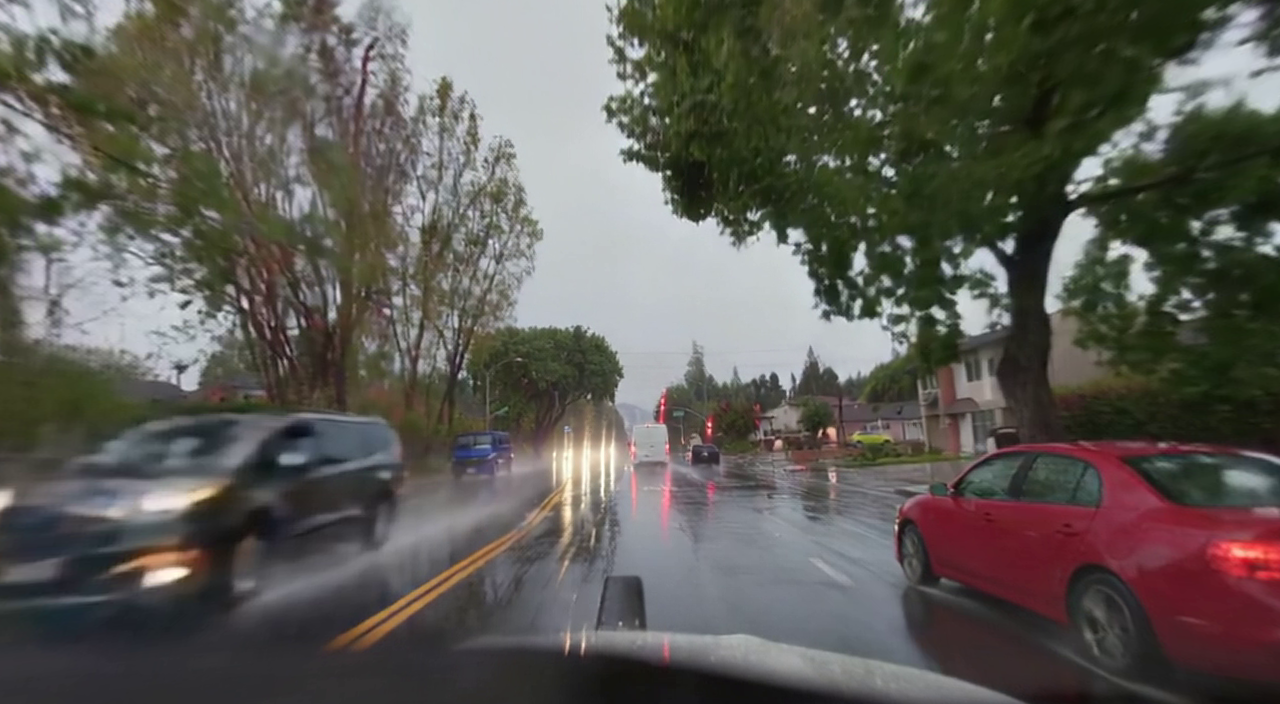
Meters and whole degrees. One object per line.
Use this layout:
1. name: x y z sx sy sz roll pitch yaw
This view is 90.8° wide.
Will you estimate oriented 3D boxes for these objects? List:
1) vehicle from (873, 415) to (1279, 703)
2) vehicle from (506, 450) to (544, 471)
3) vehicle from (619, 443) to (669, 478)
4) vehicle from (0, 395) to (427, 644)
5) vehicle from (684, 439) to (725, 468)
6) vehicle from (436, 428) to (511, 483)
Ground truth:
1. vehicle: 3.559 1.301 4.688 1.973 1.447 4.402 0 -9 0
2. vehicle: -8.407 7.983 46.623 2.070 1.454 4.400 0 -9 -1
3. vehicle: 0.153 4.956 29.147 2.114 1.483 4.207 0 -9 0
4. vehicle: -4.187 1.560 7.009 2.054 1.772 4.817 0 -9 -1
5. vehicle: 4.317 6.886 42.865 2.187 1.847 4.553 0 -9 -1
6. vehicle: -8.380 5.270 32.429 2.383 2.558 5.821 0 -9 -1
